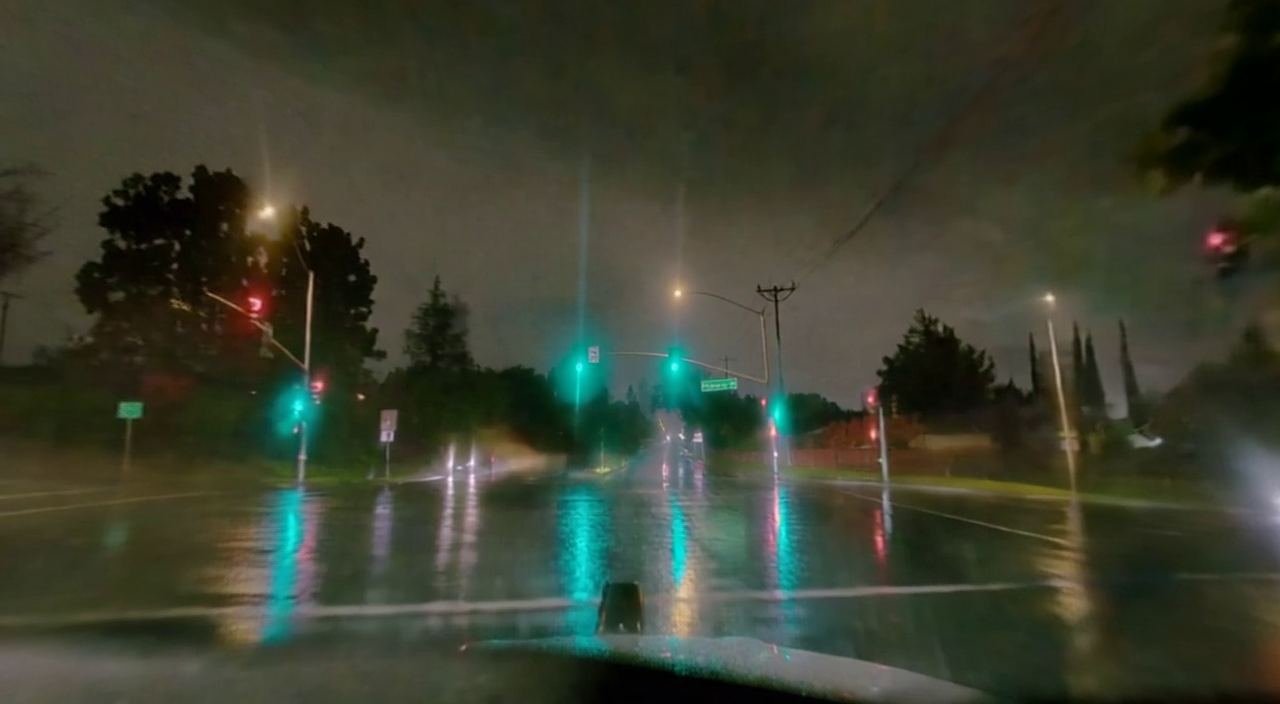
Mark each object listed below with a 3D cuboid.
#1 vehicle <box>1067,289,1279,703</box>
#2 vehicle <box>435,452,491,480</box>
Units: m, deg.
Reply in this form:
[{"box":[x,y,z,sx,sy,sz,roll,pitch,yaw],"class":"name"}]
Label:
[{"box":[3.295,0.498,0.658,2.256,1.856,4.840,0,-9,0],"class":"vehicle"},{"box":[-10.366,6.687,37.250,1.983,1.482,4.190,-1,-9,2],"class":"vehicle"}]
